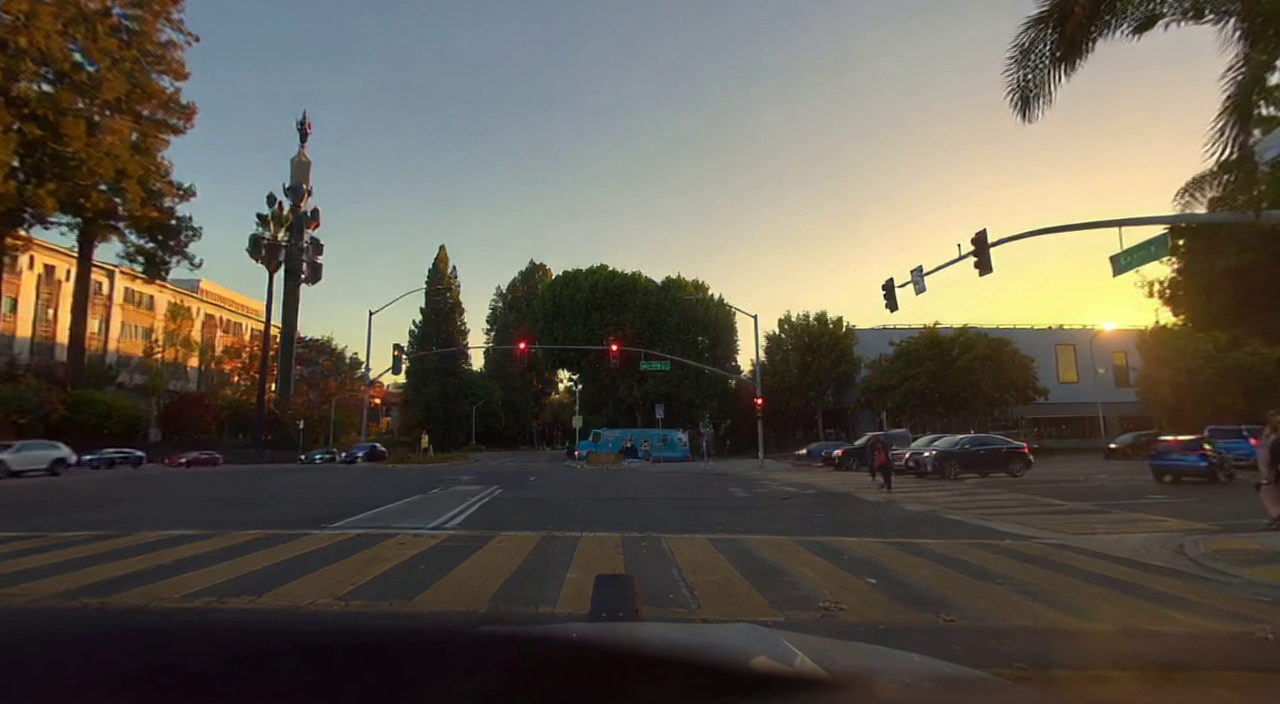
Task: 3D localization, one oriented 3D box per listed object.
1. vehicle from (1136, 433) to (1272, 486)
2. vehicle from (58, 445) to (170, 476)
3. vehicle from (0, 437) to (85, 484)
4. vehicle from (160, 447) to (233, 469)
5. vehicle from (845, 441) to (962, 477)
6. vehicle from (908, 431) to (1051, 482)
[{"bbox_3d":[18.425,3.451,20.607,4.312,1.540,2.007,5,-10,-31],"label":"vehicle"},{"bbox_3d":[-27.257,5.621,32.988,2.006,1.459,4.720,0,-8,-4],"label":"vehicle"},{"bbox_3d":[-23.341,3.951,23.167,2.056,1.604,4.436,0,-8,-3],"label":"vehicle"},{"bbox_3d":[-31.269,7.476,44.724,1.811,1.438,4.812,0,-8,-2],"label":"vehicle"},{"bbox_3d":[11.446,4.629,27.574,4.317,1.491,1.896,1,-9,-11],"label":"vehicle"},{"bbox_3d":[12.900,3.927,24.052,4.742,1.762,2.180,3,-9,-22],"label":"vehicle"}]
